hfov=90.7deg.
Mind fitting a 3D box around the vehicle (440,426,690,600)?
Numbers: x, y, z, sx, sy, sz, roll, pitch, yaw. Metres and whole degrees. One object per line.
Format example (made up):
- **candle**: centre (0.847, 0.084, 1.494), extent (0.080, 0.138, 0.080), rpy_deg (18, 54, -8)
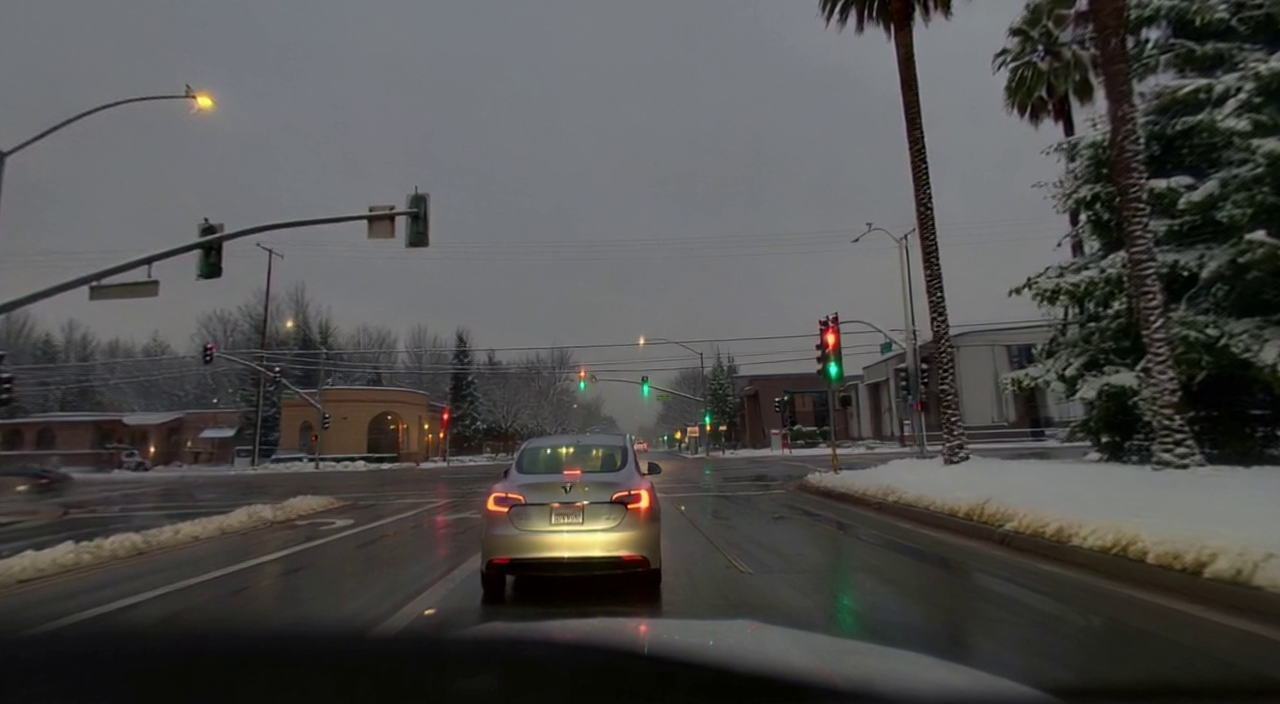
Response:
- **vehicle**: centre (-0.690, 1.708, 7.655), extent (2.152, 1.478, 4.229), rpy_deg (0, -8, -1)
